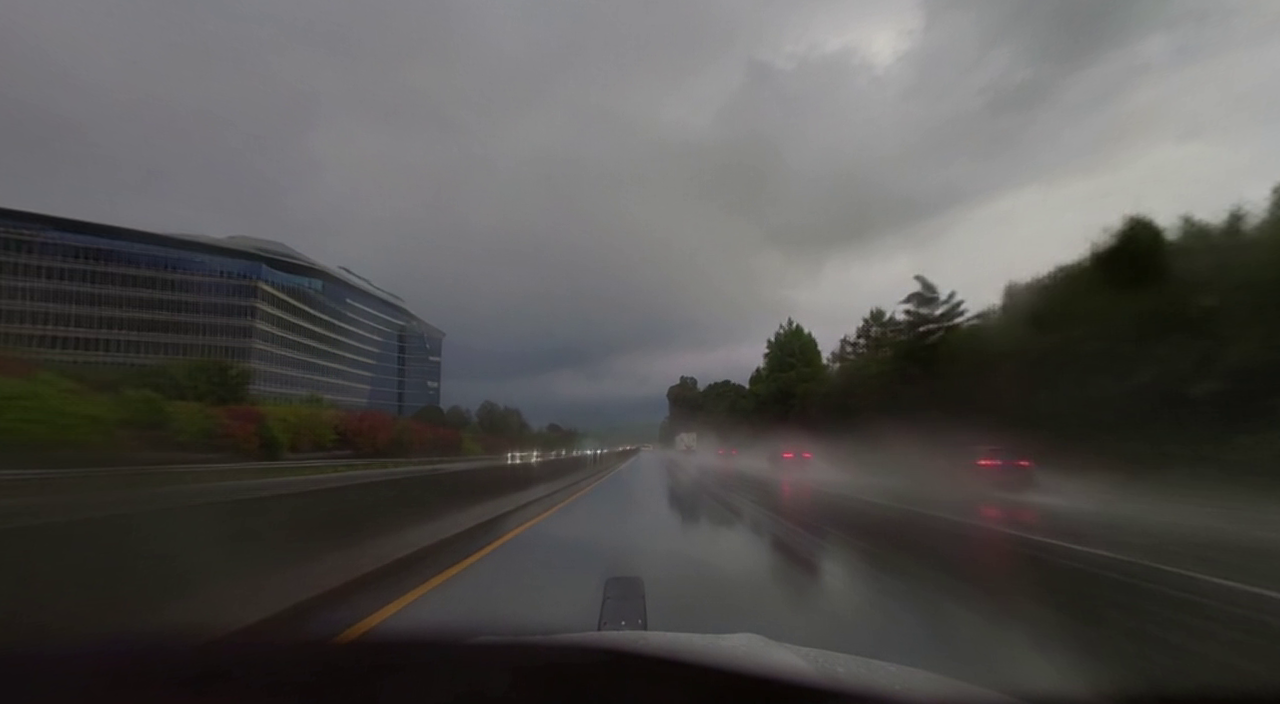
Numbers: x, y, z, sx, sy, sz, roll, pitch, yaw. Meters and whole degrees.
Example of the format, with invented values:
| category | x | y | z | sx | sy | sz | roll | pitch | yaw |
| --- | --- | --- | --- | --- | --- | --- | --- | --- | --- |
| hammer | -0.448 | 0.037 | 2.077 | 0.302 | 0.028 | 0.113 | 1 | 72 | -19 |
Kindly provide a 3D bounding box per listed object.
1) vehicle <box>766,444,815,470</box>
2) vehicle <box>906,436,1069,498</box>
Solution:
| category | x | y | z | sx | sy | sz | roll | pitch | yaw |
| --- | --- | --- | --- | --- | --- | --- | --- | --- | --- |
| vehicle | 10.393 | 7.281 | 43.903 | 2.129 | 1.735 | 4.880 | 0 | -9 | -1 |
| vehicle | 10.436 | 3.483 | 19.520 | 2.127 | 1.646 | 4.926 | 0 | -9 | -1 |
